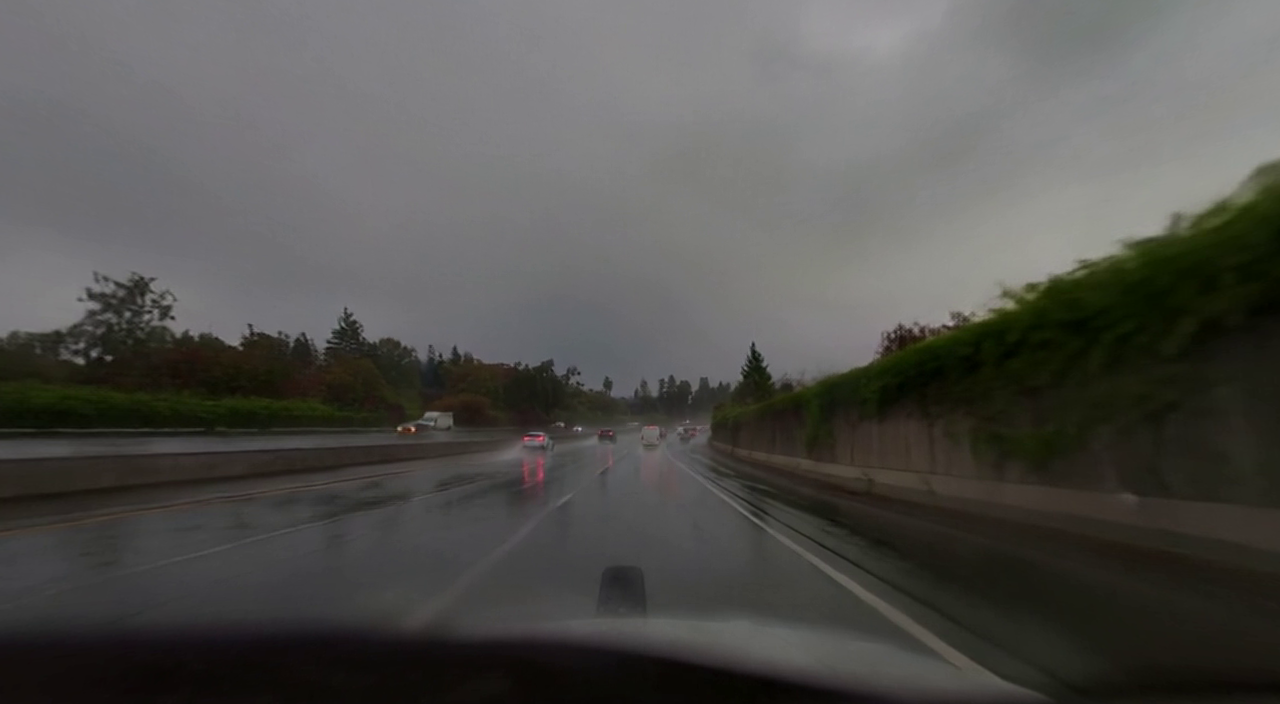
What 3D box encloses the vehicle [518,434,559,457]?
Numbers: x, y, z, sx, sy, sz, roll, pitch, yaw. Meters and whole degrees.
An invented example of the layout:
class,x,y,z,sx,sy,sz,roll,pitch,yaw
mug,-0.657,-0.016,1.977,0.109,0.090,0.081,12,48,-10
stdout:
class,x,y,z,sx,sy,sz,roll,pitch,yaw
vehicle,-6.857,6.393,43.082,1.966,1.488,4.243,-1,-8,2
